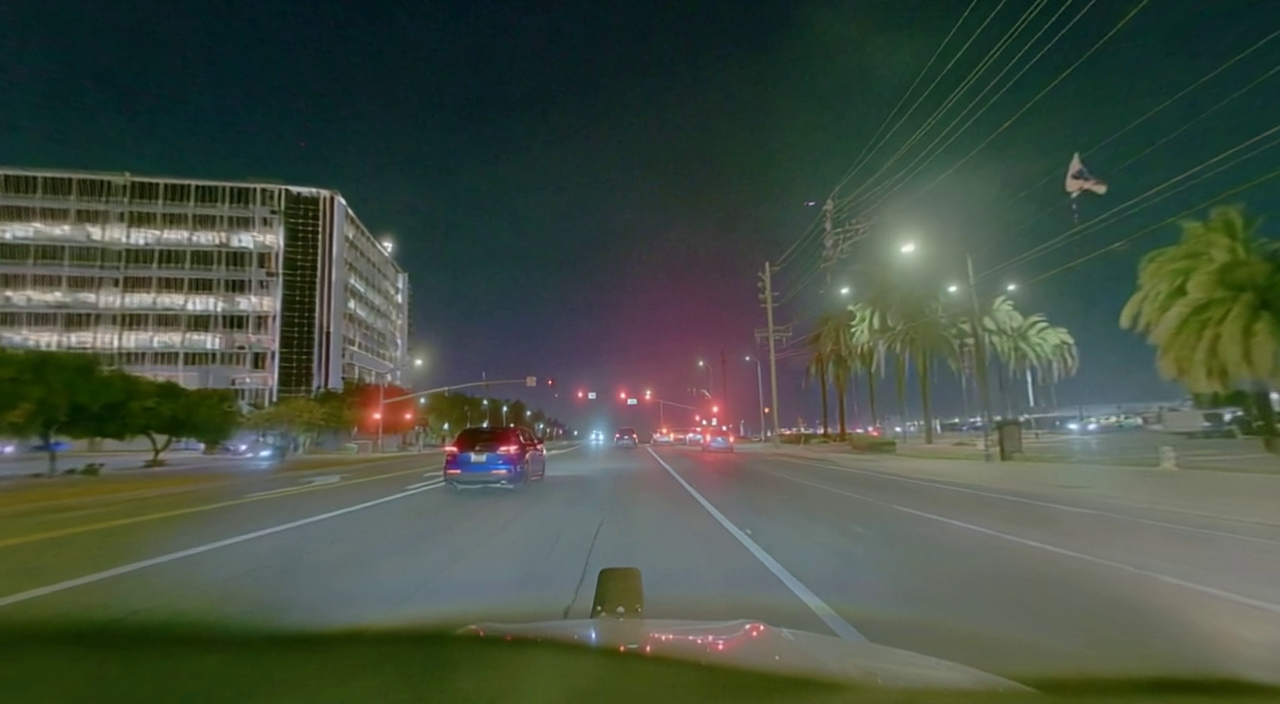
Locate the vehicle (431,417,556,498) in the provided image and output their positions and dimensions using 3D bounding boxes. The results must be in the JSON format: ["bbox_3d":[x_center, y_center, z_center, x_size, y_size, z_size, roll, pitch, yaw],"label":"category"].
[{"bbox_3d":[-3.529,2.660,16.207,2.136,1.779,4.417,0,-8,0],"label":"vehicle"}]

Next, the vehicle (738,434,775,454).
[{"bbox_3d":[8.439,6.726,46.224,1.897,1.390,4.391,0,-8,1],"label":"vehicle"}]

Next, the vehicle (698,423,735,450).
[{"bbox_3d":[5.890,6.677,49.389,2.130,1.979,5.310,0,-8,-1],"label":"vehicle"}]
